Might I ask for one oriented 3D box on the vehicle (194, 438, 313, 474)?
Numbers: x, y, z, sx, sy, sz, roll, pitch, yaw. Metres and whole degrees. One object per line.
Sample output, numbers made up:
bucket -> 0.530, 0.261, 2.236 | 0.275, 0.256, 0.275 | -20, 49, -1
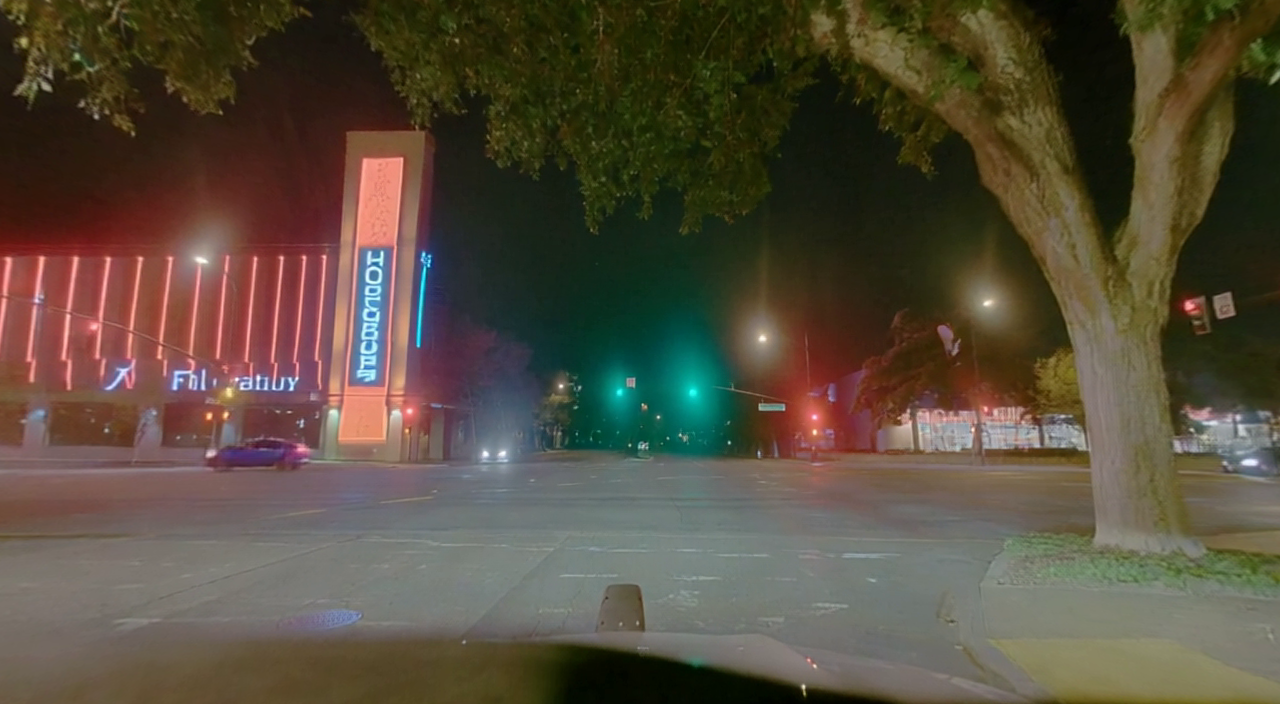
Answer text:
vehicle -> -19.531, 5.258, 32.104 | 4.639, 1.699, 2.030 | 1, -9, -6
